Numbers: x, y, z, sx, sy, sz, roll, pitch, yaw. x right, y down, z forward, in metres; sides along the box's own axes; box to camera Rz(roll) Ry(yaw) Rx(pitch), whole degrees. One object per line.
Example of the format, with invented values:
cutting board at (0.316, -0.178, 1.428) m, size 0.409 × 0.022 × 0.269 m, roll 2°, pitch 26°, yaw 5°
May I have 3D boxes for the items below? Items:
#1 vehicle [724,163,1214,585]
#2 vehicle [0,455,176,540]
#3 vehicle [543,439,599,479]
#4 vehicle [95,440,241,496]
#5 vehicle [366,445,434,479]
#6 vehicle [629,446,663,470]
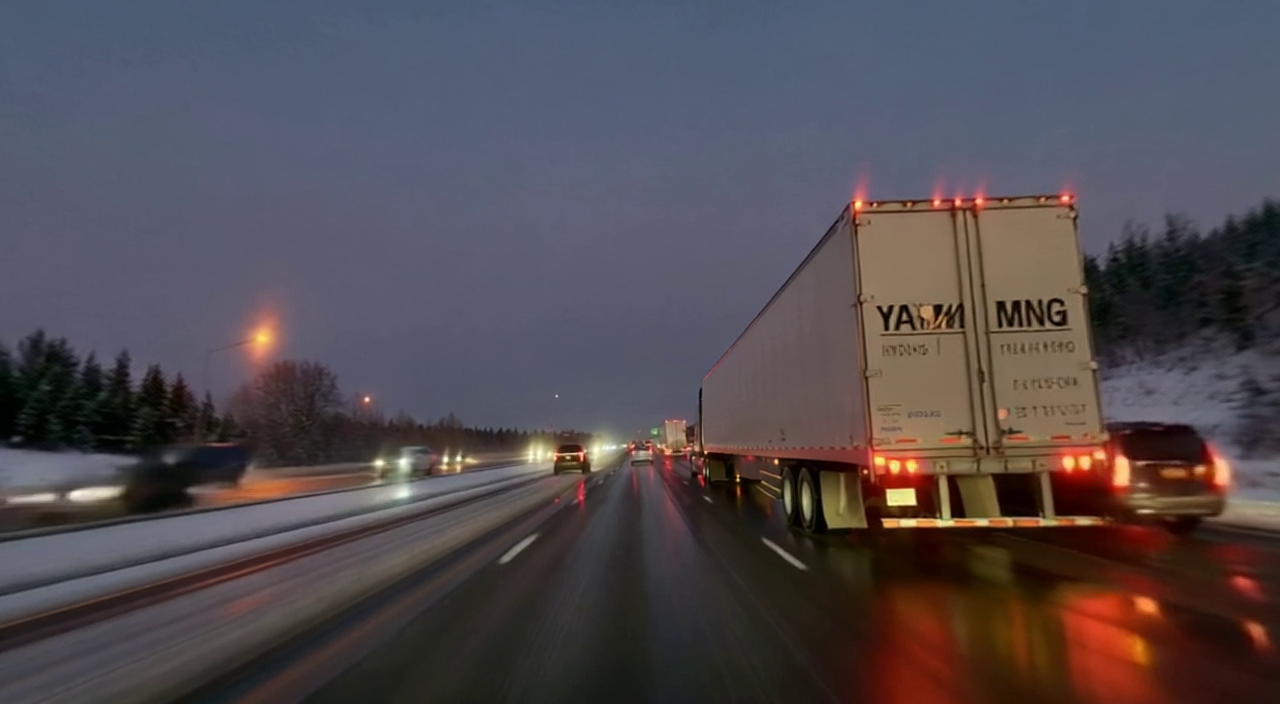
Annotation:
vehicle at (3.876, 1.056, 12.288) m, size 2.821 × 4.077 × 12.562 m, roll 0°, pitch -9°, yaw 0°
vehicle at (-12.641, 2.950, 13.256) m, size 2.044 × 1.481 × 4.822 m, roll 0°, pitch -9°, yaw 1°
vehicle at (-3.145, 5.011, 29.754) m, size 2.058 × 1.711 × 4.226 m, roll 0°, pitch -9°, yaw 1°
vehicle at (-23.527, 5.778, 31.930) m, size 2.531 × 2.538 × 6.239 m, roll 0°, pitch -9°, yaw 0°
vehicle at (-12.729, 5.817, 33.720) m, size 1.957 × 1.672 × 4.174 m, roll 0°, pitch -9°, yaw 1°
vehicle at (0.364, 6.792, 40.673) m, size 2.063 × 1.469 × 4.208 m, roll 0°, pitch -9°, yaw 0°
